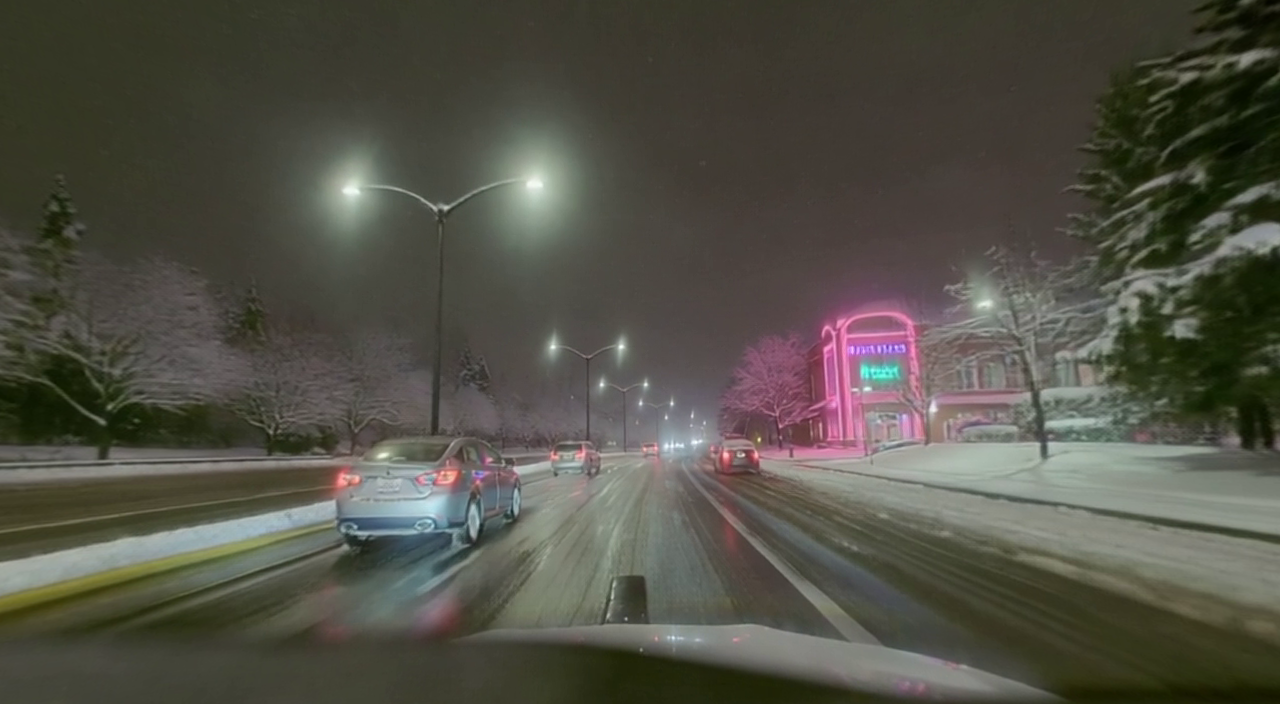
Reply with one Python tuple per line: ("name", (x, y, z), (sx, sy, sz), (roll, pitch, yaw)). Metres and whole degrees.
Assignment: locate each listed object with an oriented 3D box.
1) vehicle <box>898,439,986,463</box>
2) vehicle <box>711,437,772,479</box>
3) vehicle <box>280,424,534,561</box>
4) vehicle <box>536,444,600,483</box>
("vehicle", (19.231, 6.333, 40.260), (4.502, 1.454, 2.129), (0, -9, 0))
("vehicle", (4.503, 4.771, 28.629), (2.103, 1.699, 4.171), (0, -8, 0))
("vehicle", (-3.084, 1.969, 9.595), (2.118, 1.568, 4.436), (0, -8, 1))
("vehicle", (-2.859, 4.534, 26.034), (1.980, 1.454, 4.226), (-1, -8, 2))
